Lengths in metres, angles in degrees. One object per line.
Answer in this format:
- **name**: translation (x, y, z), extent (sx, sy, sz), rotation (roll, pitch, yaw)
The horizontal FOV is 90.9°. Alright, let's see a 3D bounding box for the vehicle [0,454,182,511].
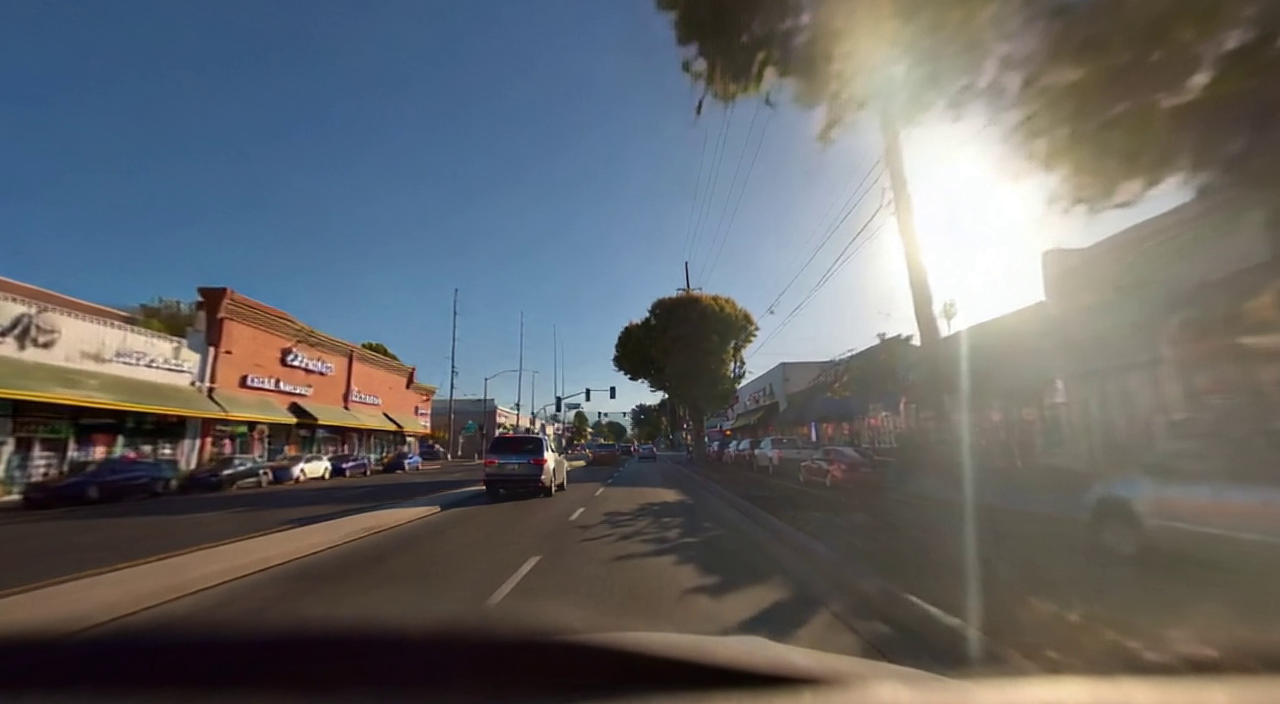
- **vehicle**: translation (-17.143, 3.967, 19.716), extent (1.984, 1.494, 4.815), rotation (0, -9, 0)

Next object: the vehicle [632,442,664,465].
- **vehicle**: translation (0.519, 6.752, 42.097), extent (2.037, 1.484, 4.073), rotation (0, -9, 0)

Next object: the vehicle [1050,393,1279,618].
- **vehicle**: translation (6.343, 1.306, 5.463), extent (2.098, 1.845, 5.117), rotation (0, -9, 0)

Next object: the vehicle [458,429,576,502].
- **vehicle**: translation (-3.032, 2.933, 16.663), extent (2.049, 1.646, 4.445), rotation (0, -9, 2)

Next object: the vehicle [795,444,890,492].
- **vehicle**: translation (6.869, 3.947, 21.893), extent (1.871, 1.478, 4.272), rotation (0, -9, 0)

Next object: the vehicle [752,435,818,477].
- **vehicle**: translation (6.915, 5.034, 30.701), extent (2.005, 1.858, 5.253), rotation (0, -9, 0)

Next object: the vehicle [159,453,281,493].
- **vehicle**: translation (-17.190, 4.942, 26.137), extent (1.788, 1.475, 4.737), rotation (0, -9, 0)

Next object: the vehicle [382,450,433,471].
- **vehicle**: translation (-16.914, 7.899, 46.137), extent (1.894, 1.458, 4.565), rotation (0, -9, 1)

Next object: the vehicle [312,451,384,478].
- **vehicle**: translation (-16.940, 6.508, 36.793), extent (2.046, 1.458, 4.539), rotation (0, -9, 0)

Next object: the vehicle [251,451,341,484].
- **vehicle**: translation (-17.079, 5.749, 31.579), extent (1.800, 1.470, 4.548), rotation (-1, -9, 2)
